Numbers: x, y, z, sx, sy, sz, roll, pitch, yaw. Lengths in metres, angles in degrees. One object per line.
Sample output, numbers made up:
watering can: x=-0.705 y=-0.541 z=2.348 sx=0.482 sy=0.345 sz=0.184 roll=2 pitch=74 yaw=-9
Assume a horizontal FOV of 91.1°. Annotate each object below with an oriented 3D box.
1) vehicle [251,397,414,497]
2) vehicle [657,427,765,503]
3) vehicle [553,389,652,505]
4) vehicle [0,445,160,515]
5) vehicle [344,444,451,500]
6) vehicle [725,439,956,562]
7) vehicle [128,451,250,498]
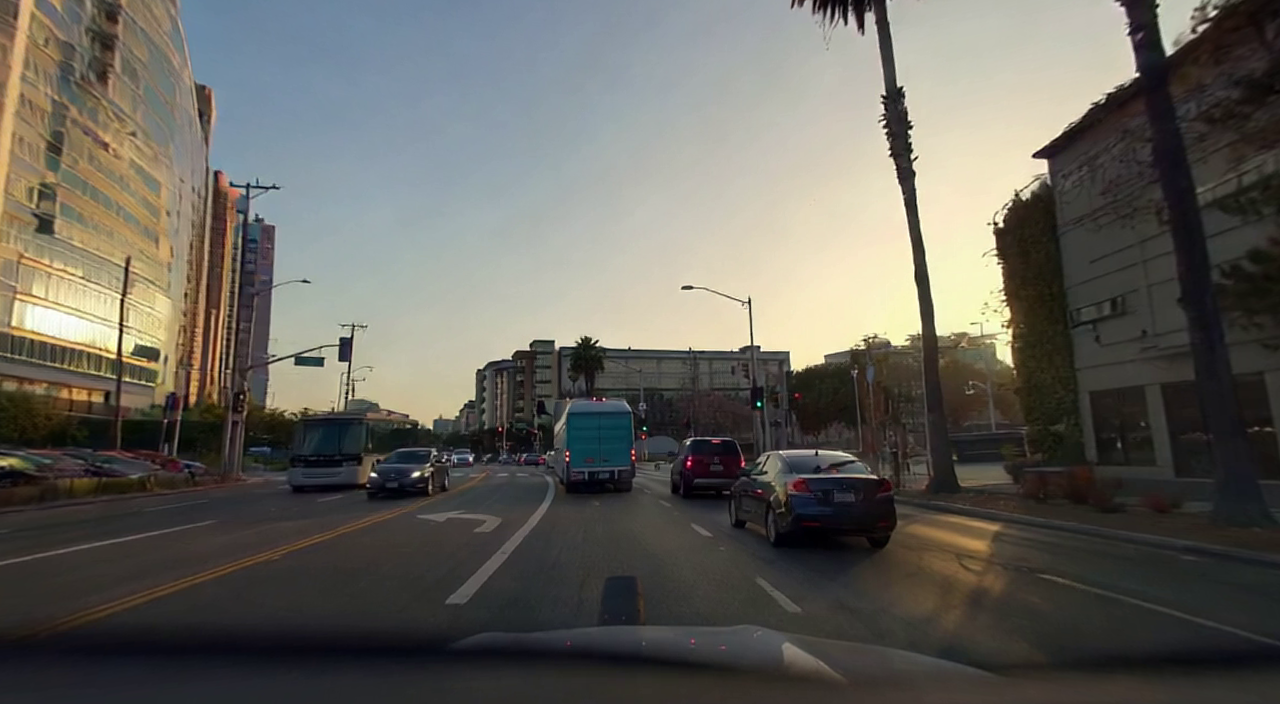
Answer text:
vehicle: x=-12.722 y=4.120 z=27.548 sx=2.996 sy=3.432 sz=11.265 roll=1 pitch=-8 yaw=-9
vehicle: x=1.919 y=3.354 z=19.122 sx=2.157 sy=1.944 sz=5.423 roll=1 pitch=-8 yaw=-6
vehicle: x=-1.347 y=2.876 z=19.188 sx=2.517 sy=2.926 sz=6.177 roll=1 pitch=-8 yaw=-8
vehicle: x=-15.941 y=3.451 z=17.490 sx=1.965 sy=1.679 sz=4.455 roll=1 pitch=-8 yaw=-7
vehicle: x=-7.552 y=3.751 z=20.069 sx=2.170 sy=1.555 sz=4.187 roll=1 pitch=-8 yaw=-7
vehicle: x=2.832 y=2.197 z=10.209 sx=1.978 sy=1.507 sz=4.636 roll=0 pitch=-8 yaw=-3
vehicle: x=-16.980 y=4.581 z=23.940 sx=1.861 sy=1.574 sz=4.456 roll=1 pitch=-8 yaw=-9
